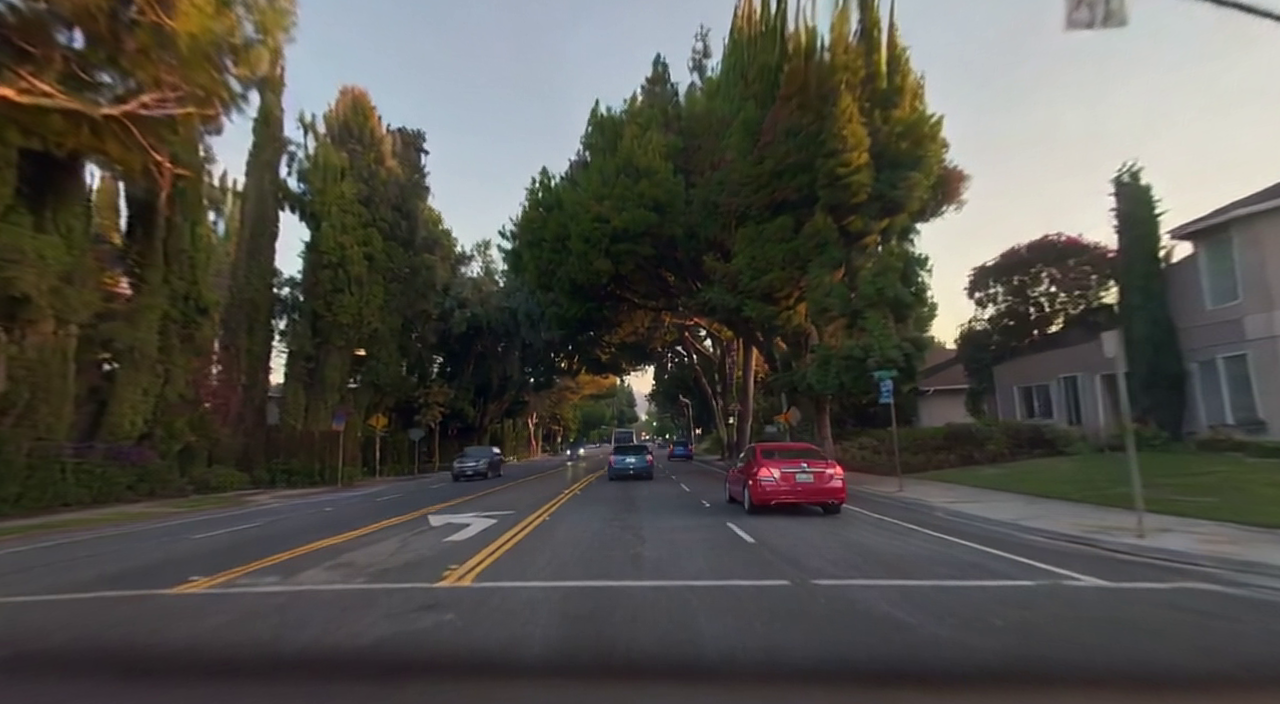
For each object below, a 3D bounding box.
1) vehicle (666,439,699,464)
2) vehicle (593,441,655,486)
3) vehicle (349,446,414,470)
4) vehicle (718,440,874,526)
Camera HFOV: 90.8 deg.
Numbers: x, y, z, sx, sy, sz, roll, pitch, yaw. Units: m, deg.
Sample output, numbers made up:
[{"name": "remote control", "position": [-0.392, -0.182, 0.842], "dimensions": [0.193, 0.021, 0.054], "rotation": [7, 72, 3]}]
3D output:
[{"name": "vehicle", "position": [3.281, 7.841, 49.974], "dimensions": [2.187, 1.847, 4.553], "rotation": [0, -8, -2]}, {"name": "vehicle", "position": [-0.584, 4.114, 23.667], "dimensions": [2.114, 1.483, 4.207], "rotation": [0, -8, -1]}, {"name": "vehicle", "position": [-19.631, 8.058, 48.073], "dimensions": [4.133, 1.737, 1.862], "rotation": [0, -9, 2]}, {"name": "vehicle", "position": [2.950, 2.568, 13.063], "dimensions": [1.973, 1.447, 4.402], "rotation": [0, -8, -2]}]
